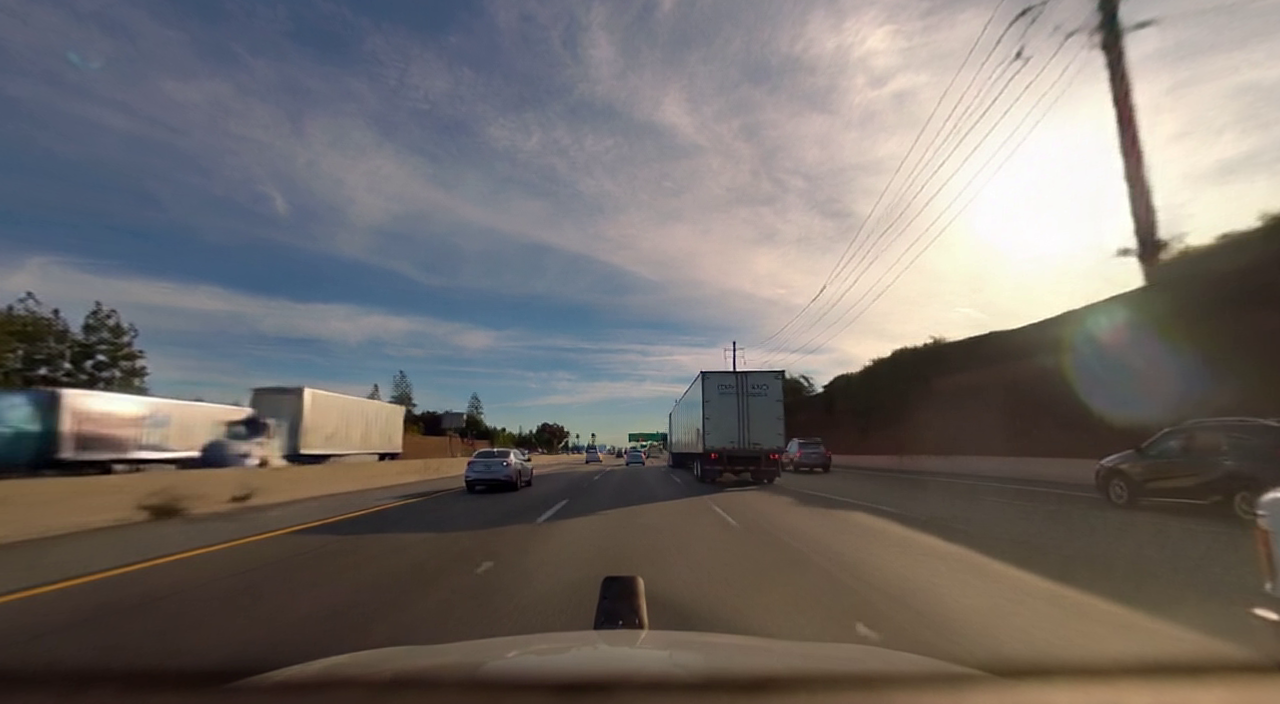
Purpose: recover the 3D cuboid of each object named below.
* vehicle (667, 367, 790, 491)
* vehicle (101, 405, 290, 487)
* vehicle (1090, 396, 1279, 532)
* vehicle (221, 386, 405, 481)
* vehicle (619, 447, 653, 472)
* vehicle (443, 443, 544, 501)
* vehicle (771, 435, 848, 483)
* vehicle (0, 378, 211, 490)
[{"bbox_3d":[3.262,3.755,28.968,2.907,4.109,16.177,0,-9,-2],"label":"vehicle"},{"bbox_3d":[-18.542,4.042,27.058,2.762,3.012,7.272,0,-9,0],"label":"vehicle"},{"bbox_3d":[11.373,1.927,10.999,2.420,2.141,5.994,0,-9,-2],"label":"vehicle"},{"bbox_3d":[-14.886,4.020,30.165,3.017,3.713,10.643,0,-9,0],"label":"vehicle"},{"bbox_3d":[-0.224,6.785,39.833,2.047,1.485,3.938,0,-9,1],"label":"vehicle"},{"bbox_3d":[-4.147,3.439,18.484,1.968,1.507,3.829,0,-9,1],"label":"vehicle"},{"bbox_3d":[7.415,4.721,28.049,2.079,1.938,4.630,0,-9,0],"label":"vehicle"},{"bbox_3d":[-22.209,3.350,24.895,2.938,3.573,10.673,0,-9,0],"label":"vehicle"}]
